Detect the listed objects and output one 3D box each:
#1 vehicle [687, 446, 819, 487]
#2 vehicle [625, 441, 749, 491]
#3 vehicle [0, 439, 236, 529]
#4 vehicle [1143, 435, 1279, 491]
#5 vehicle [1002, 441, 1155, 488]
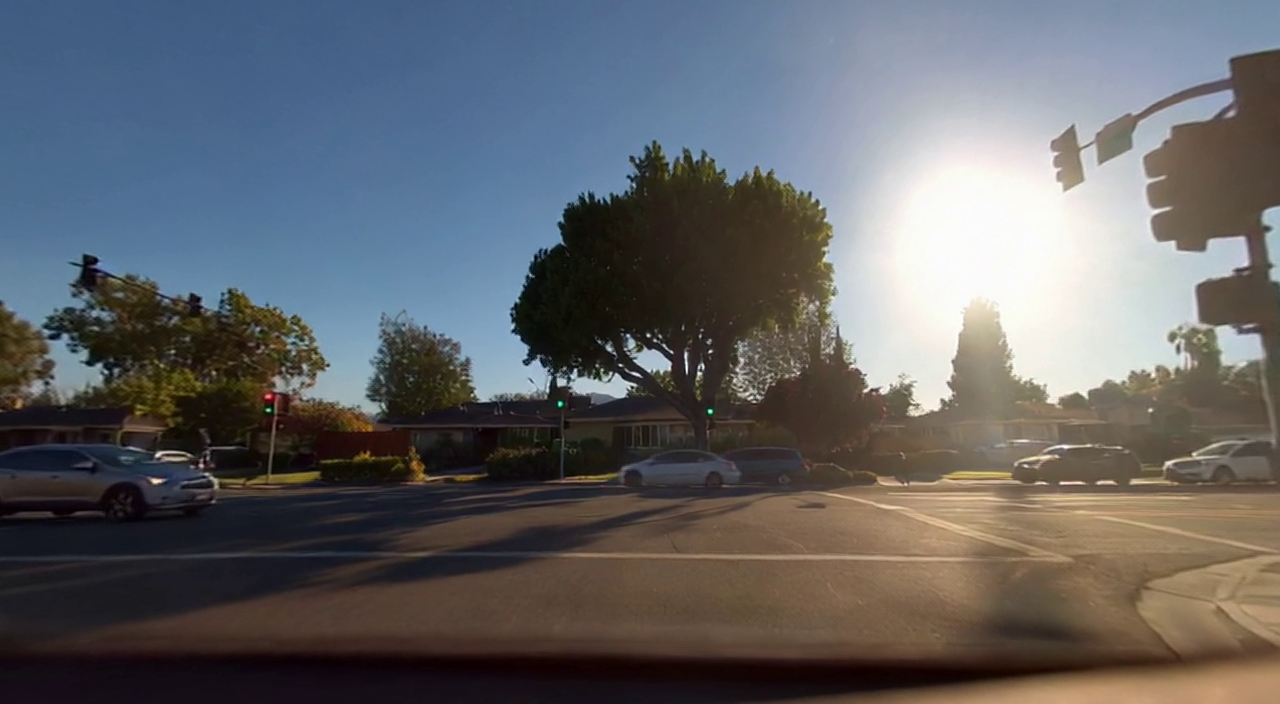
[{"bbox_3d":[4.243,4.360,24.229,4.705,1.486,1.830,0,-8,0],"label":"vehicle"},{"bbox_3d":[1.437,3.658,20.462,3.815,1.504,1.790,0,-8,0],"label":"vehicle"},{"bbox_3d":[-10.380,2.291,11.278,4.989,1.442,1.940,0,-8,1],"label":"vehicle"},{"bbox_3d":[19.368,3.538,20.348,4.510,1.673,2.030,0,-8,0],"label":"vehicle"},{"bbox_3d":[16.586,4.254,24.060,4.326,1.672,1.903,0,-8,0],"label":"vehicle"}]
